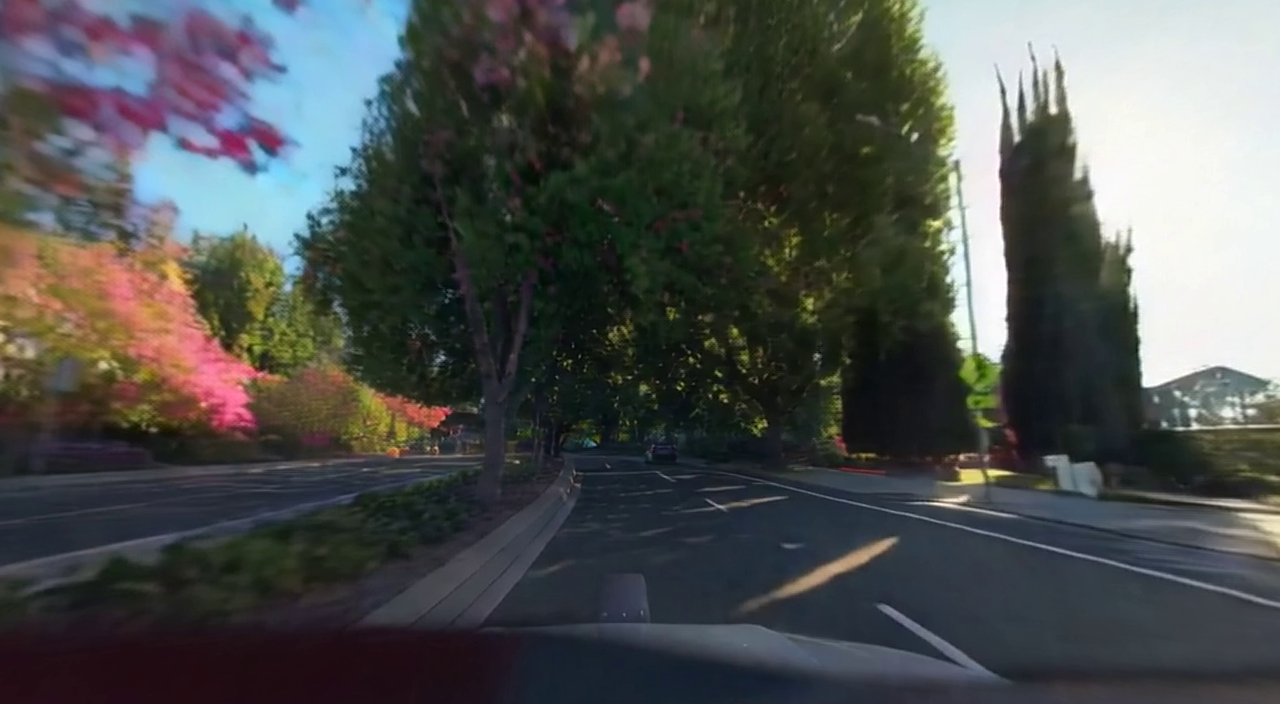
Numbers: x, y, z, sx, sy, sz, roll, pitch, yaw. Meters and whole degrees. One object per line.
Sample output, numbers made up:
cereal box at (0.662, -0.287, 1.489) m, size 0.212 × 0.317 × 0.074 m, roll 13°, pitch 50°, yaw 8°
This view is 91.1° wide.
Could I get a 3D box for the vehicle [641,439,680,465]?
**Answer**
vehicle at (1.489, 7.522, 47.489) m, size 2.166 × 1.828 × 4.607 m, roll 1°, pitch -9°, yaw -9°
